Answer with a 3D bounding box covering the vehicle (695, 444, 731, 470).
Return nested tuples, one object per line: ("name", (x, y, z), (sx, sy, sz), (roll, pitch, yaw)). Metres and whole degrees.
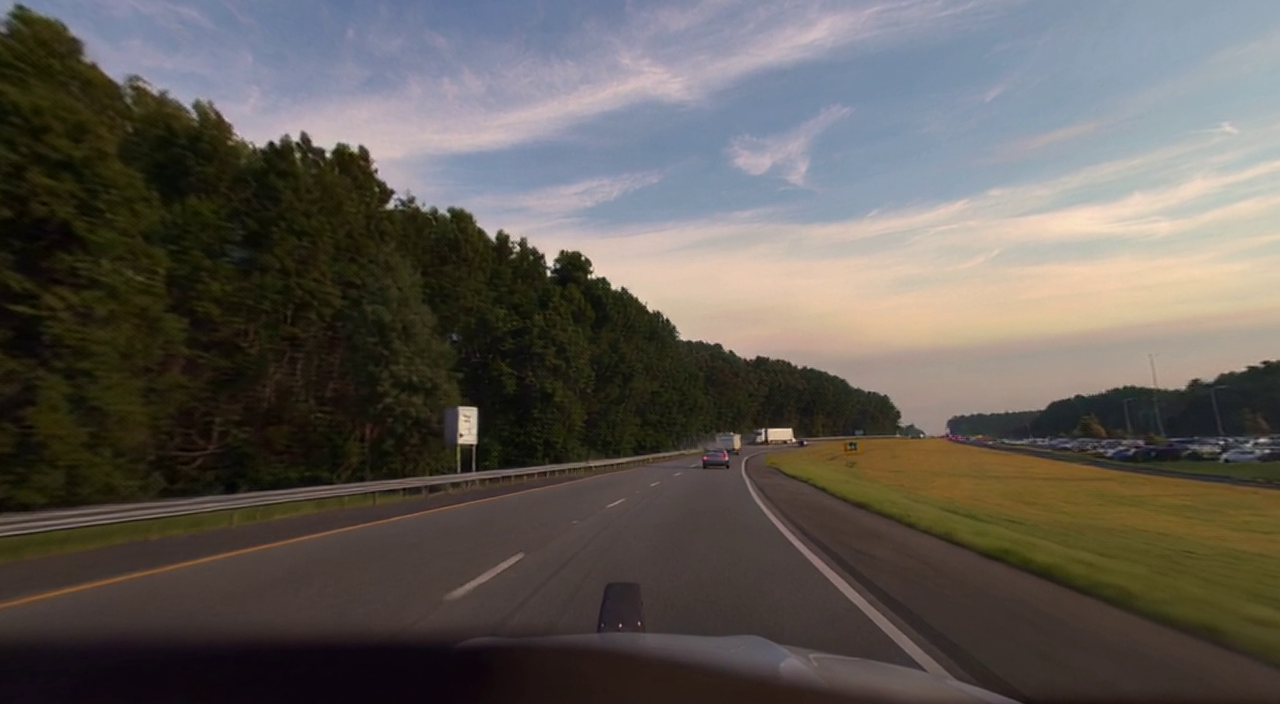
("vehicle", (5.041, 7.155, 43.081), (2.221, 1.674, 4.325), (-1, -9, 9))
